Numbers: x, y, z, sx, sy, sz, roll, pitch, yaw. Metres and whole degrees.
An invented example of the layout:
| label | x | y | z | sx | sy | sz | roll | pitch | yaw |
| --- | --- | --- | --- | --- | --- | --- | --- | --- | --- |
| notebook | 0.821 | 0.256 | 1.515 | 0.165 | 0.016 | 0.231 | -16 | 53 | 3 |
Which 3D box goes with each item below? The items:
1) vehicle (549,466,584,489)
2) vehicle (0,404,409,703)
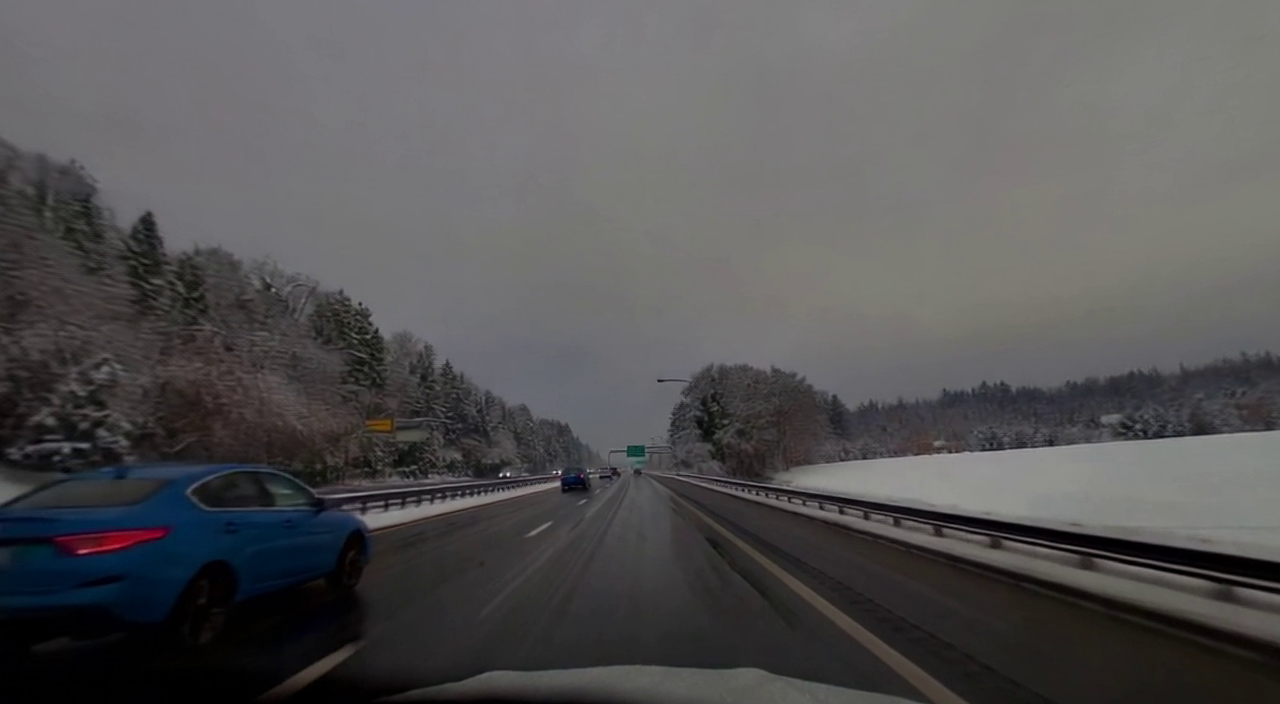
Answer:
| label | x | y | z | sx | sy | sz | roll | pitch | yaw |
| --- | --- | --- | --- | --- | --- | --- | --- | --- | --- |
| vehicle | -5.069 | 8.743 | 43.958 | 1.995 | 1.467 | 4.467 | 1 | -11 | -1 |
| vehicle | -4.109 | 1.533 | 5.818 | 2.117 | 1.635 | 4.750 | 1 | -11 | 0 |
